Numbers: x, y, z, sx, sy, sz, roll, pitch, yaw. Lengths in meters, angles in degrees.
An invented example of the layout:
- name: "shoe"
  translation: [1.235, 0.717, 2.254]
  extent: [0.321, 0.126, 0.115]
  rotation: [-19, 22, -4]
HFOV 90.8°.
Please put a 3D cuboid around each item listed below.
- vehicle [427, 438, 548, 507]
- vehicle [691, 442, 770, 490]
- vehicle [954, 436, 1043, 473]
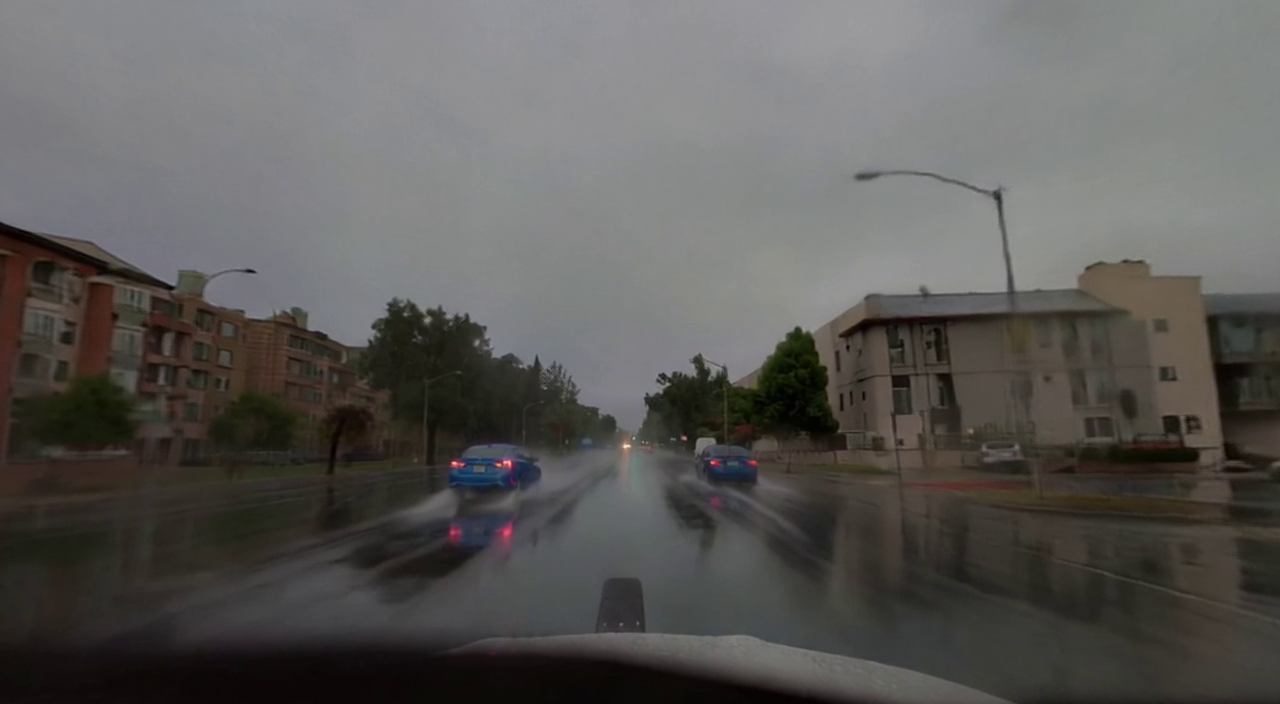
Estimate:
- name: "vehicle"
  translation: [-3.726, 3.009, 16.218]
  extent: [2.062, 1.527, 4.044]
  rotation: [0, -8, 0]
- name: "vehicle"
  translation: [2.974, 3.853, 21.736]
  extent: [1.978, 1.471, 4.426]
  rotation: [0, -9, -1]
- name: "vehicle"
  translation: [19.441, 5.589, 34.587]
  extent: [1.961, 1.861, 4.757]
  rotation: [0, -9, -1]
